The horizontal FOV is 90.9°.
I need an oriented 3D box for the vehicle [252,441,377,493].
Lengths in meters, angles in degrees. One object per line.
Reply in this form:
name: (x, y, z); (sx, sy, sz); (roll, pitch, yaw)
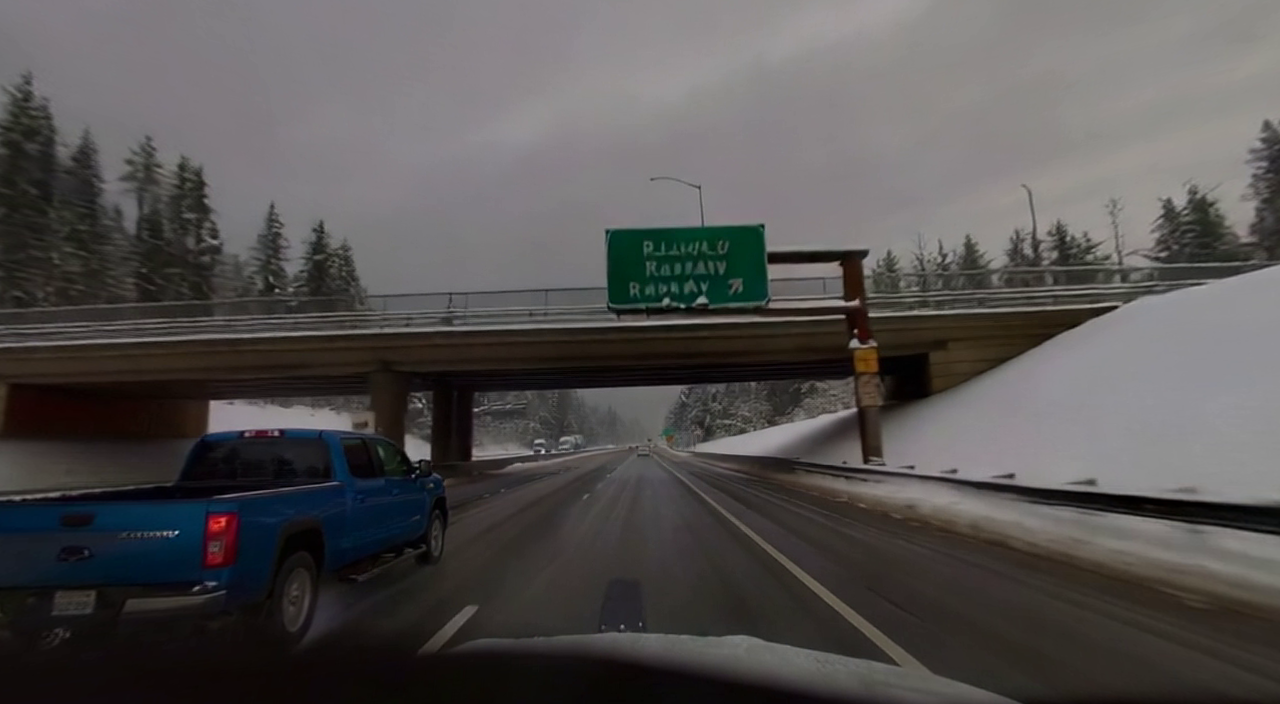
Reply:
vehicle: (-11.819, 4.192, 23.390); (2.059, 1.620, 4.823); (-2, -9, 0)

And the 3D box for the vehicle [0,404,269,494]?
vehicle: (-21.759, 4.336, 28.541); (3.101, 3.238, 10.911); (-1, -8, 1)
